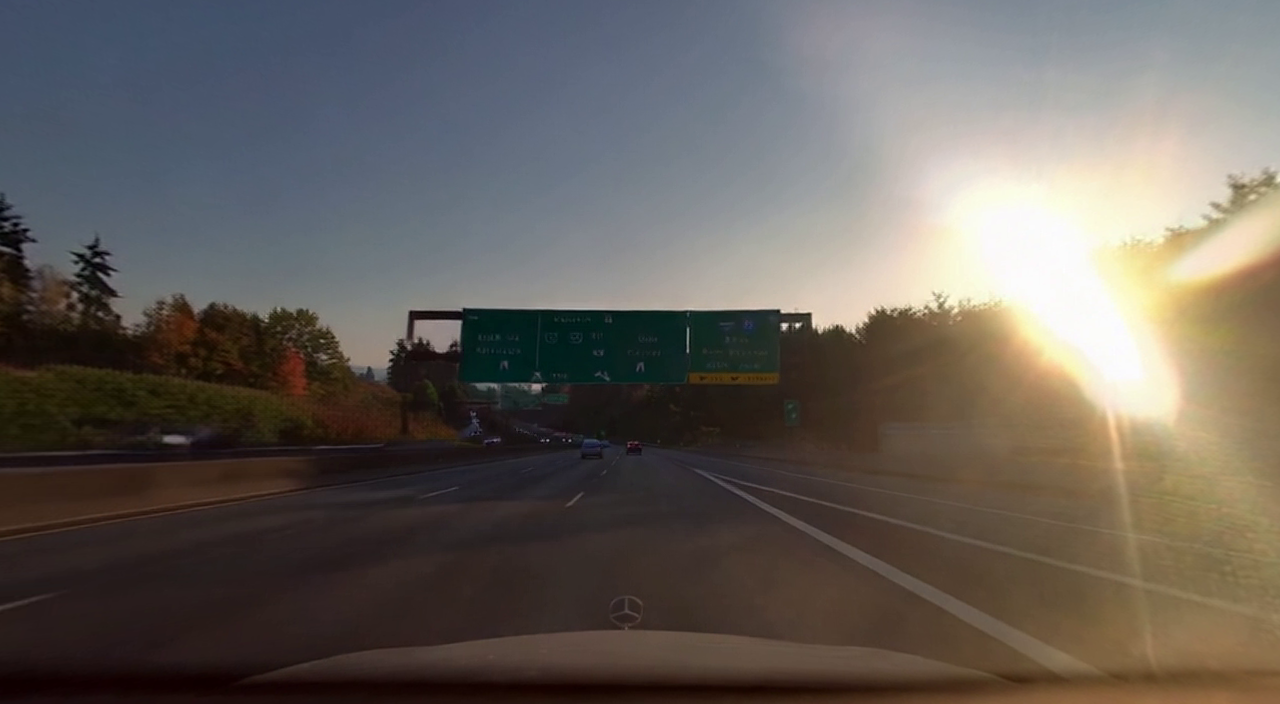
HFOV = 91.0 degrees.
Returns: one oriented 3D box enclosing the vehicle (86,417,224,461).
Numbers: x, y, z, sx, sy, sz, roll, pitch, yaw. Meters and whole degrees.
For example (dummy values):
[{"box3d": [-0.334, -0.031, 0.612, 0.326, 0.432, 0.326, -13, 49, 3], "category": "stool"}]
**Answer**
[{"box3d": [-18.366, 3.352, 24.147, 1.856, 1.538, 4.326, 0, -8, 0], "category": "vehicle"}]
